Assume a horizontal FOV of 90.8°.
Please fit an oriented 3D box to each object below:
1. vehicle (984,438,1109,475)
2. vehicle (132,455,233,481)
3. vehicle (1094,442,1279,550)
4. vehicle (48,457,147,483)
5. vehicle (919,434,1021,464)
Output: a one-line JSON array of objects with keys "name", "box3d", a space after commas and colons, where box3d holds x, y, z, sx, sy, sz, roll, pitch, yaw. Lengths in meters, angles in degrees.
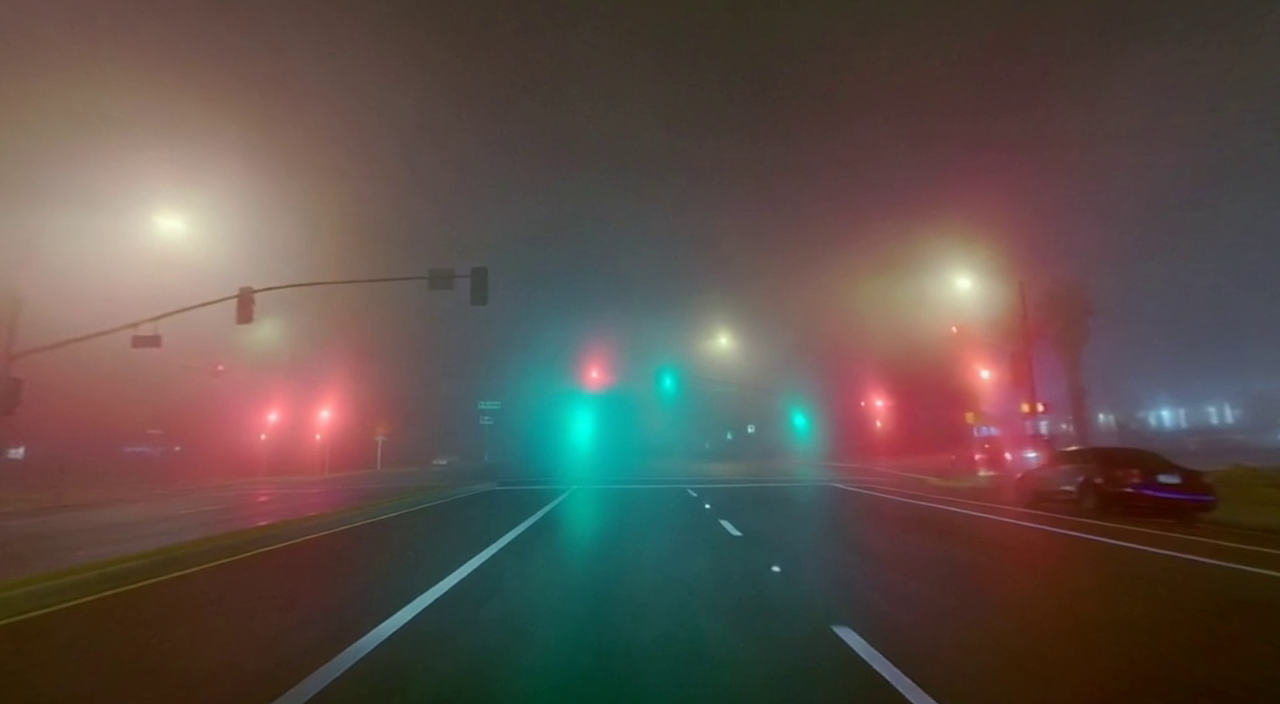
[{"name": "vehicle", "box3d": [18.577, 4.774, 29.045, 4.357, 1.461, 1.927, -2, -8, 2]}, {"name": "vehicle", "box3d": [-27.975, 7.097, 38.719, 4.665, 1.494, 1.850, 0, -9, -3]}, {"name": "vehicle", "box3d": [9.807, 2.145, 9.782, 1.918, 1.483, 4.813, 0, -8, -1]}, {"name": "vehicle", "box3d": [-33.075, 7.171, 38.596, 4.404, 1.486, 1.791, 0, -9, 0]}, {"name": "vehicle", "box3d": [20.224, 5.967, 38.853, 5.021, 1.780, 2.191, 0, -9, -3]}]
